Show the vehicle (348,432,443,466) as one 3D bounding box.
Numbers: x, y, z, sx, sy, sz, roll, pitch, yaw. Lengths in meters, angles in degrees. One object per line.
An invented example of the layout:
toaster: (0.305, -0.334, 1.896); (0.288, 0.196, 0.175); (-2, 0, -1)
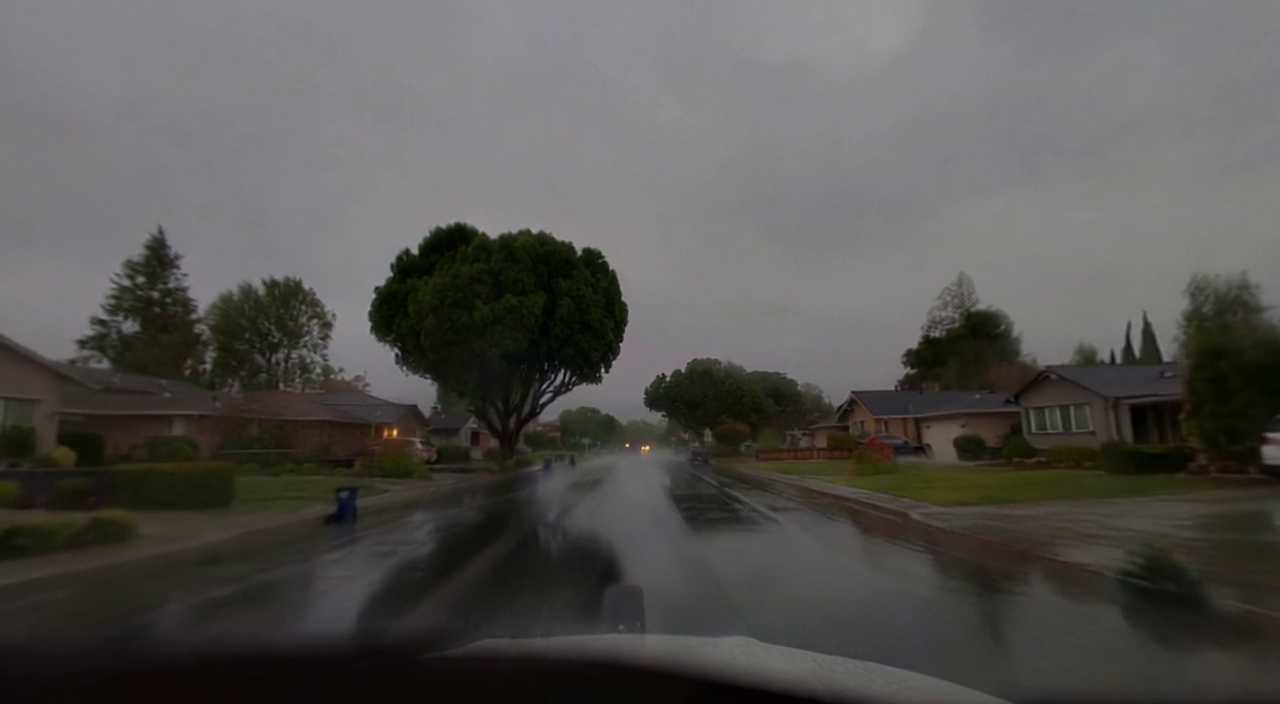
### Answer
vehicle: (-15.291, 6.119, 39.638); (5.003, 1.805, 2.041); (10, -13, -37)

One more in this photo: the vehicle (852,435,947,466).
vehicle: (14.197, 5.363, 34.674); (4.391, 1.555, 1.953); (1, -7, -12)

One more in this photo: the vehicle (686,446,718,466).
vehicle: (4.647, 7.865, 47.807); (1.893, 1.454, 4.219); (0, -9, -1)
